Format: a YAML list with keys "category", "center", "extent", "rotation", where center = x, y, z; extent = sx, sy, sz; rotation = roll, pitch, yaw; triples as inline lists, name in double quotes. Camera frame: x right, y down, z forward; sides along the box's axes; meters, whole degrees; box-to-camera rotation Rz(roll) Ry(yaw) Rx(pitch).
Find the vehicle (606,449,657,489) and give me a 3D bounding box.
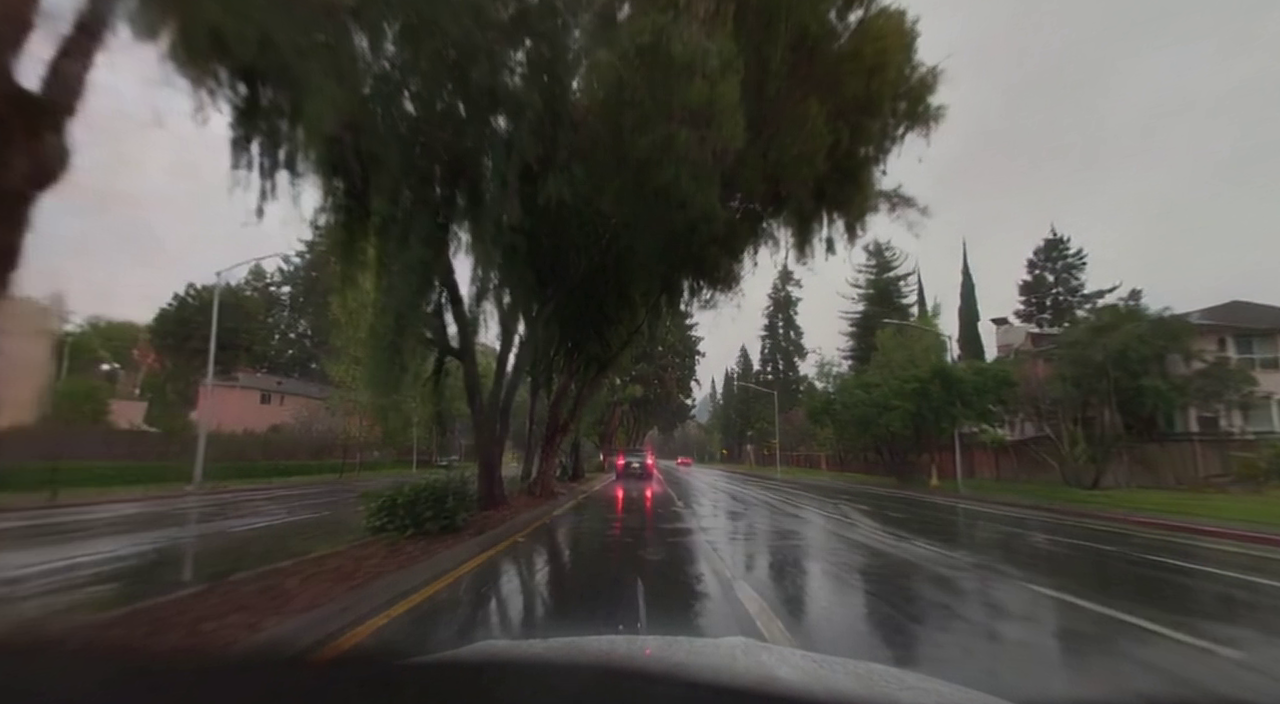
- category: "vehicle"
  center: [-0.295, 5.107, 27.963]
  extent: [2.093, 1.591, 4.247]
  rotation: [0, -9, 1]
